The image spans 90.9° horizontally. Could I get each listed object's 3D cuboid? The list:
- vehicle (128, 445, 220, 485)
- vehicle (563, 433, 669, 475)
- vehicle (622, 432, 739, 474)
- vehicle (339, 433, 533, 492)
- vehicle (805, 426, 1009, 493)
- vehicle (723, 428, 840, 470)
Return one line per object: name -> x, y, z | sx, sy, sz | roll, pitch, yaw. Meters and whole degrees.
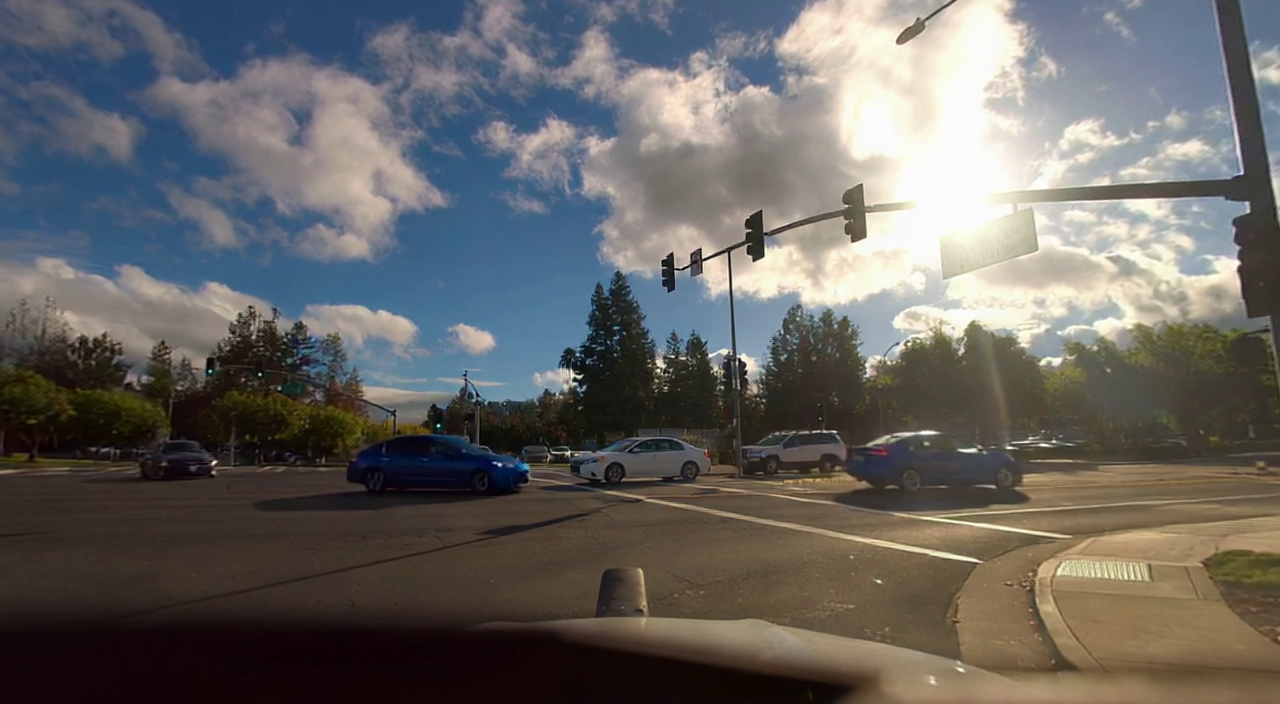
vehicle -> -18.705, 4.452, 25.223 | 4.589, 1.462, 1.953 | -8, -11, 42
vehicle -> -1.067, 4.581, 28.515 | 4.360, 1.749, 1.895 | 4, -10, -29
vehicle -> 1.673, 4.148, 26.087 | 4.483, 1.589, 1.852 | 4, -9, -26
vehicle -> -5.639, 3.038, 17.592 | 4.826, 1.484, 2.000 | -3, -9, 17
vehicle -> 8.049, 3.205, 19.143 | 5.332, 1.807, 2.450 | 3, -9, -19
vehicle -> 7.342, 5.051, 32.580 | 5.791, 1.964, 2.199 | 6, -10, -27
